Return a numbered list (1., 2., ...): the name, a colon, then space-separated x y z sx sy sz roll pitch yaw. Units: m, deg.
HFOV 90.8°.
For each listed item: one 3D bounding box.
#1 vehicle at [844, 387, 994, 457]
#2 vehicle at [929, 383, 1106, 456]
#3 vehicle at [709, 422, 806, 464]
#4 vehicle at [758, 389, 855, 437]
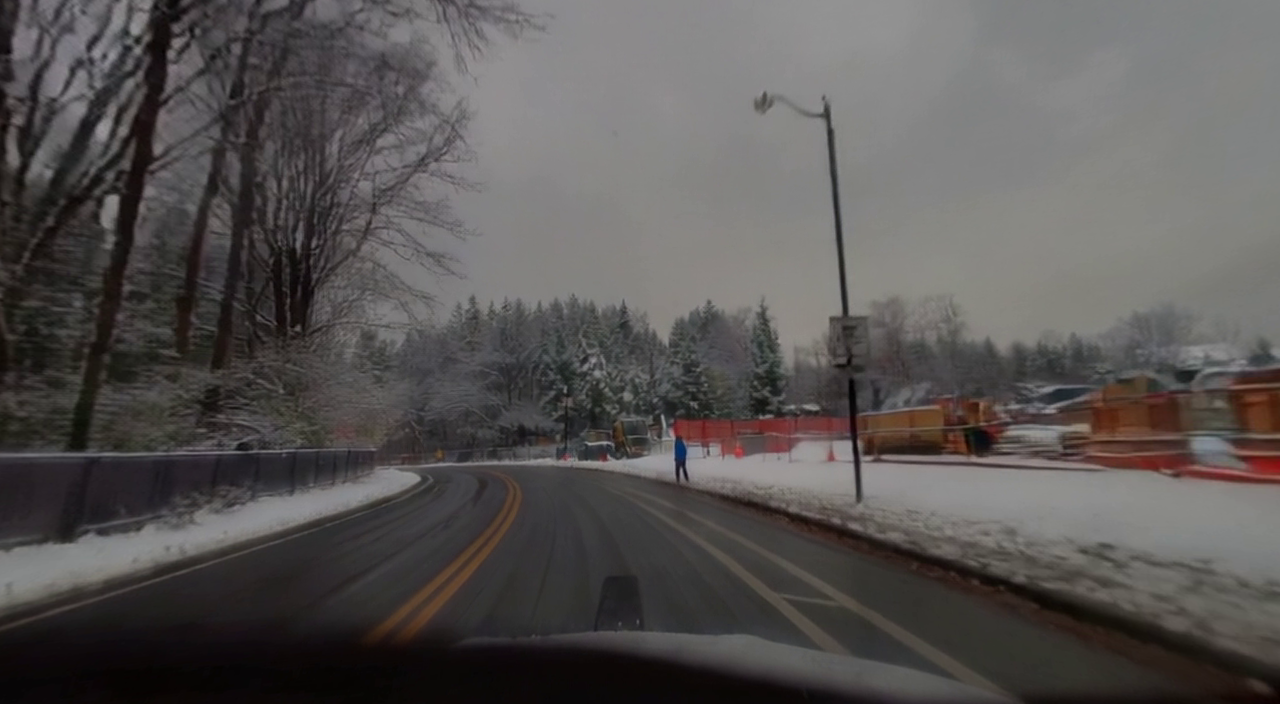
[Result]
1. vehicle: 8.231 2.132 18.734 3.674 1.559 1.775 8 -11 -9
2. vehicle: 9.395 1.747 15.915 3.451 1.504 1.652 4 -10 -5
3. vehicle: 6.747 5.187 36.238 5.021 1.930 2.119 -1 -9 -27
4. vehicle: 8.216 3.031 31.081 4.180 1.880 2.028 8 -9 -23
